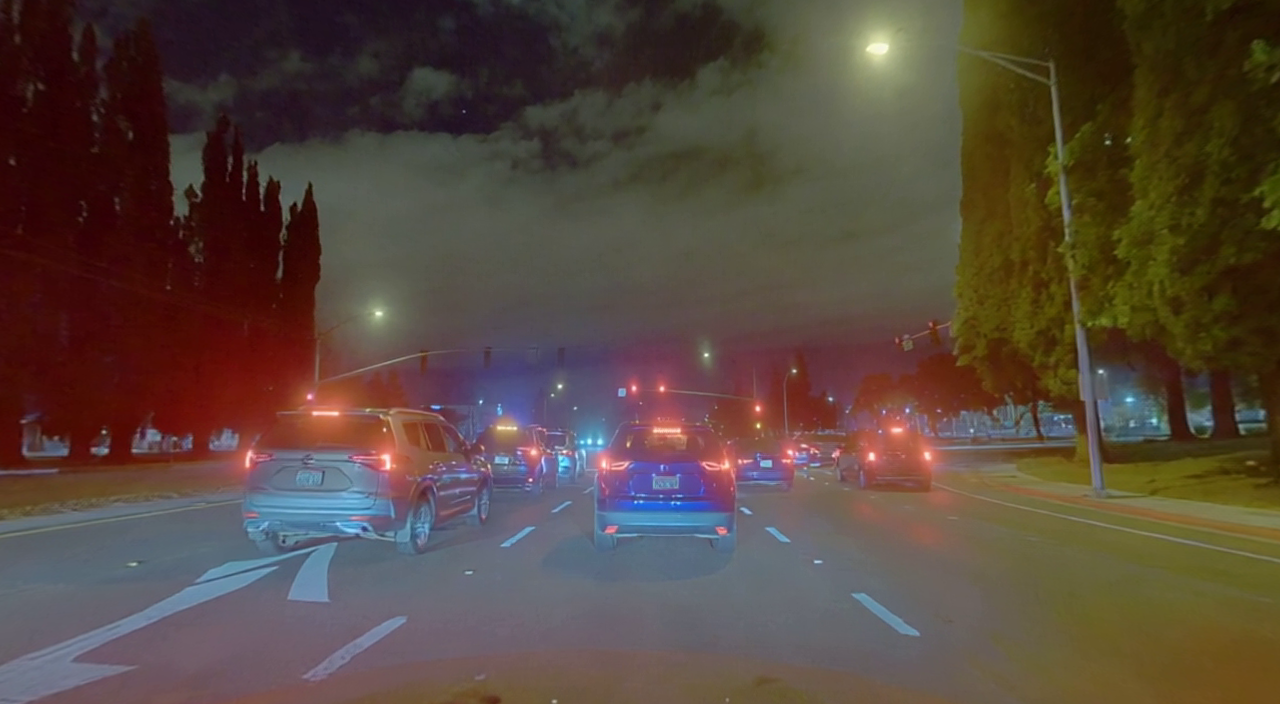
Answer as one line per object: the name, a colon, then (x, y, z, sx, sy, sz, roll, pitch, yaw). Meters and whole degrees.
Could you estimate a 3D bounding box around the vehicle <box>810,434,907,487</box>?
vehicle: (7.249, 3.627, 21.363, 2.067, 1.599, 4.251, -1, -8, 5)

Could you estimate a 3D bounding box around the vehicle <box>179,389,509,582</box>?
vehicle: (-3.251, 1.579, 8.186, 2.085, 1.812, 4.388, 0, -8, 1)

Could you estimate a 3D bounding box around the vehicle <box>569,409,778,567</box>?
vehicle: (0.378, 1.748, 8.780, 2.189, 1.649, 4.171, 0, -8, 1)
